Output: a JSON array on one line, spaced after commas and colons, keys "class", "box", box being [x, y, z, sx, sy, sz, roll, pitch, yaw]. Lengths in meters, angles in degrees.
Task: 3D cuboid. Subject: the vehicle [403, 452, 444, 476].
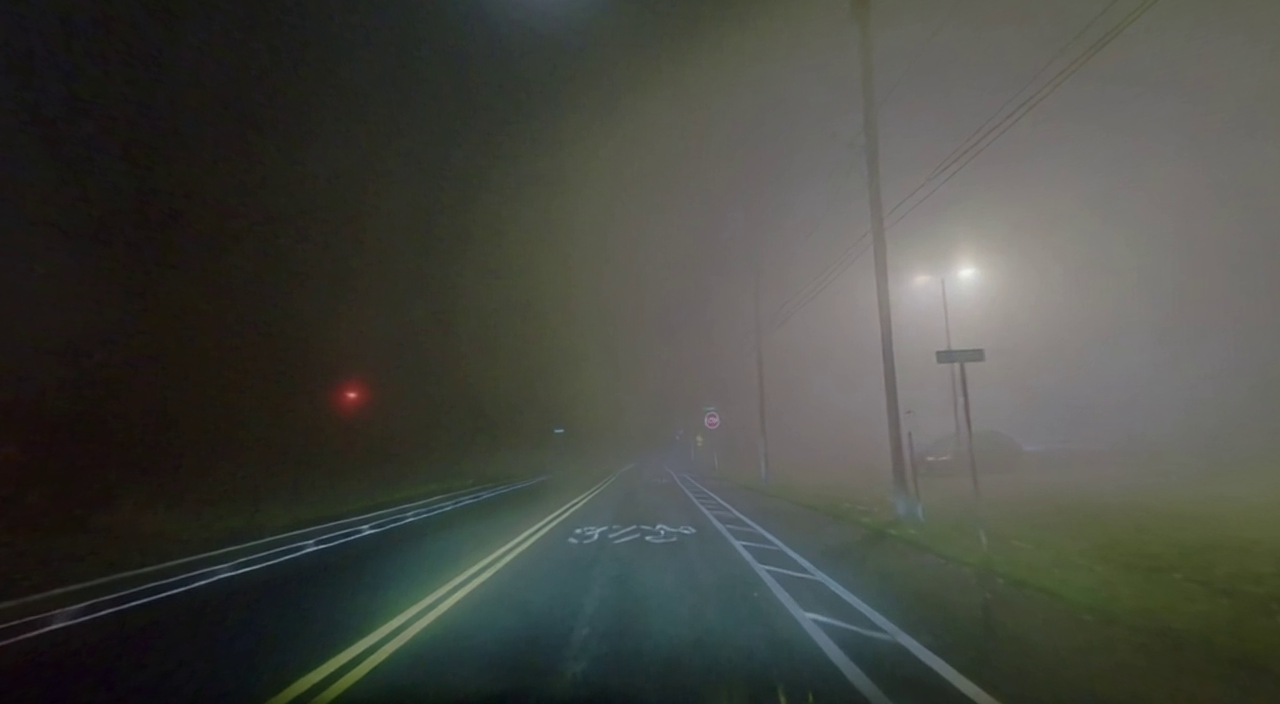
[{"class": "vehicle", "box": [-14.426, 7.471, 42.177, 1.739, 1.539, 3.548, 1, -9, -6]}]

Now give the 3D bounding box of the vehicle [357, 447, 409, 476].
[{"class": "vehicle", "box": [-17.573, 7.536, 43.326, 1.849, 1.831, 3.980, -1, -11, 0]}]
